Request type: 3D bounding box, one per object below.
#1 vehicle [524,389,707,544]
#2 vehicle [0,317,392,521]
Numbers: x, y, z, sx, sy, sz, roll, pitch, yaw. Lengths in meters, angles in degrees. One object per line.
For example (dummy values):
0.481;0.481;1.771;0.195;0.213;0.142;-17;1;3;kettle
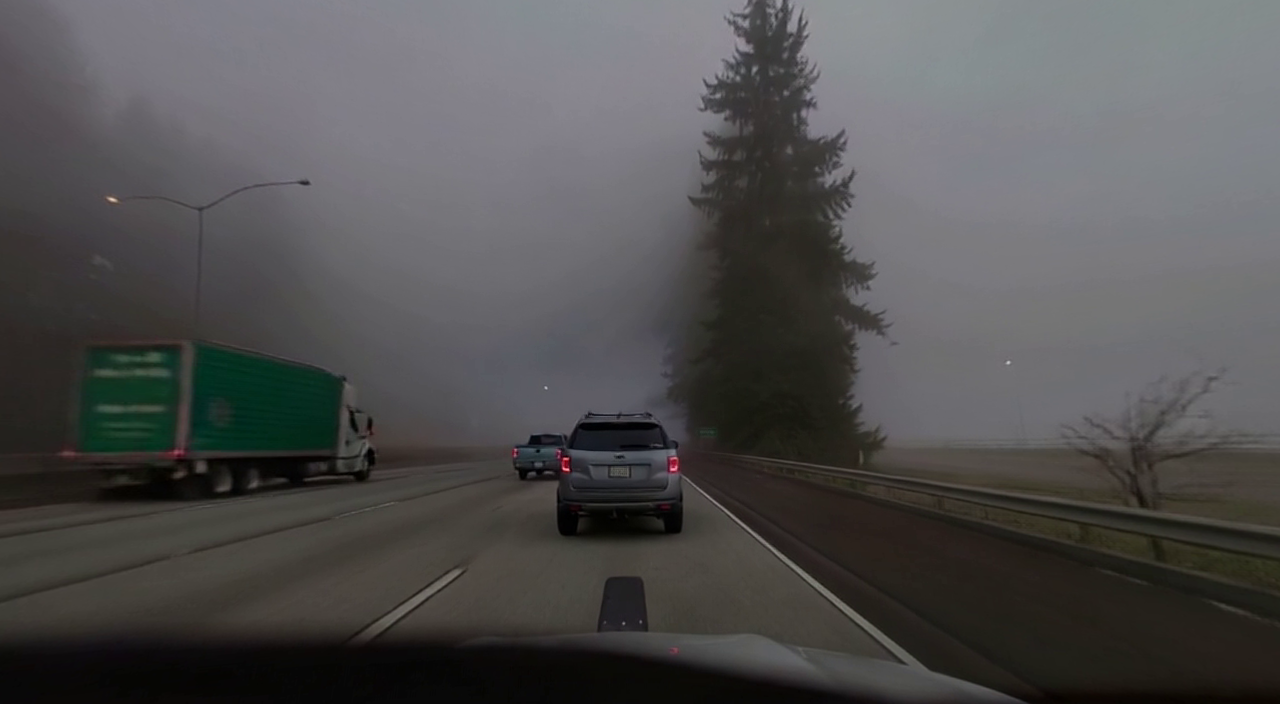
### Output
-0.454;1.842;10.739;2.395;2.013;4.734;0;-8;-4;vehicle
-10.958;2.060;17.410;3.347;3.686;12.113;0;-8;0;vehicle
